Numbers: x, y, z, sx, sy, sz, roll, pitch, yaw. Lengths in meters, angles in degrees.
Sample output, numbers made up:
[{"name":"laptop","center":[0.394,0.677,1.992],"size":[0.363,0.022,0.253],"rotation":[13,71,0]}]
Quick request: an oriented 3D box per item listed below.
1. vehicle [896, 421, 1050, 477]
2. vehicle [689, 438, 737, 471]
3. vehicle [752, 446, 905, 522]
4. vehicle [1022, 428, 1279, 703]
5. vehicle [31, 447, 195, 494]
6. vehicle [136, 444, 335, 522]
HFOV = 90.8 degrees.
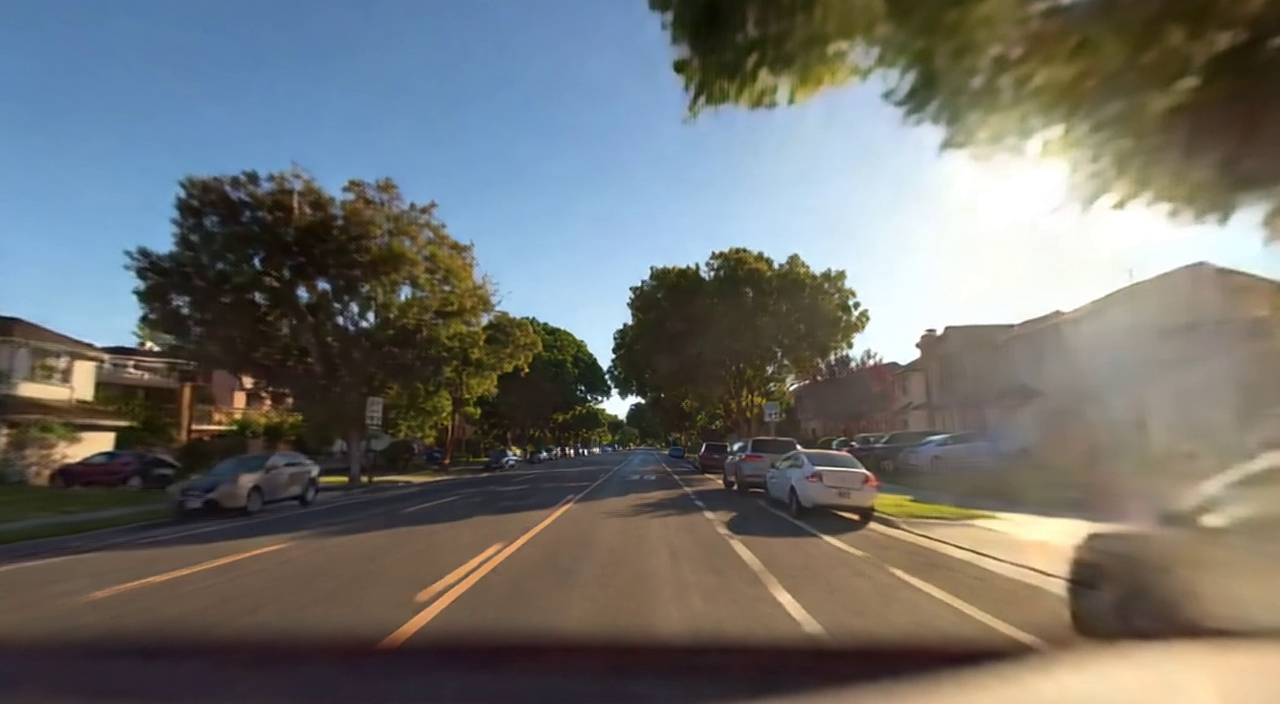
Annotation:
[{"name":"vehicle","center":[12.001,3.540,23.032],"size":[4.415,1.705,1.914],"rotation":[-4,-9,4]},{"name":"vehicle","center":[4.264,6.113,37.797],"size":[2.254,1.812,4.817],"rotation":[0,-8,-1]},{"name":"vehicle","center":[4.119,2.946,14.830],"size":[2.087,1.454,4.914],"rotation":[0,-8,0]},{"name":"vehicle","center":[3.848,1.017,2.193],"size":[2.137,1.515,4.534],"rotation":[0,-8,-1]},{"name":"vehicle","center":[-19.998,4.473,24.123],"size":[4.509,1.698,1.890],"rotation":[0,-8,1]},{"name":"vehicle","center":[-10.728,3.500,17.404],"size":[2.093,1.767,5.120],"rotation":[-1,-9,0]}]
